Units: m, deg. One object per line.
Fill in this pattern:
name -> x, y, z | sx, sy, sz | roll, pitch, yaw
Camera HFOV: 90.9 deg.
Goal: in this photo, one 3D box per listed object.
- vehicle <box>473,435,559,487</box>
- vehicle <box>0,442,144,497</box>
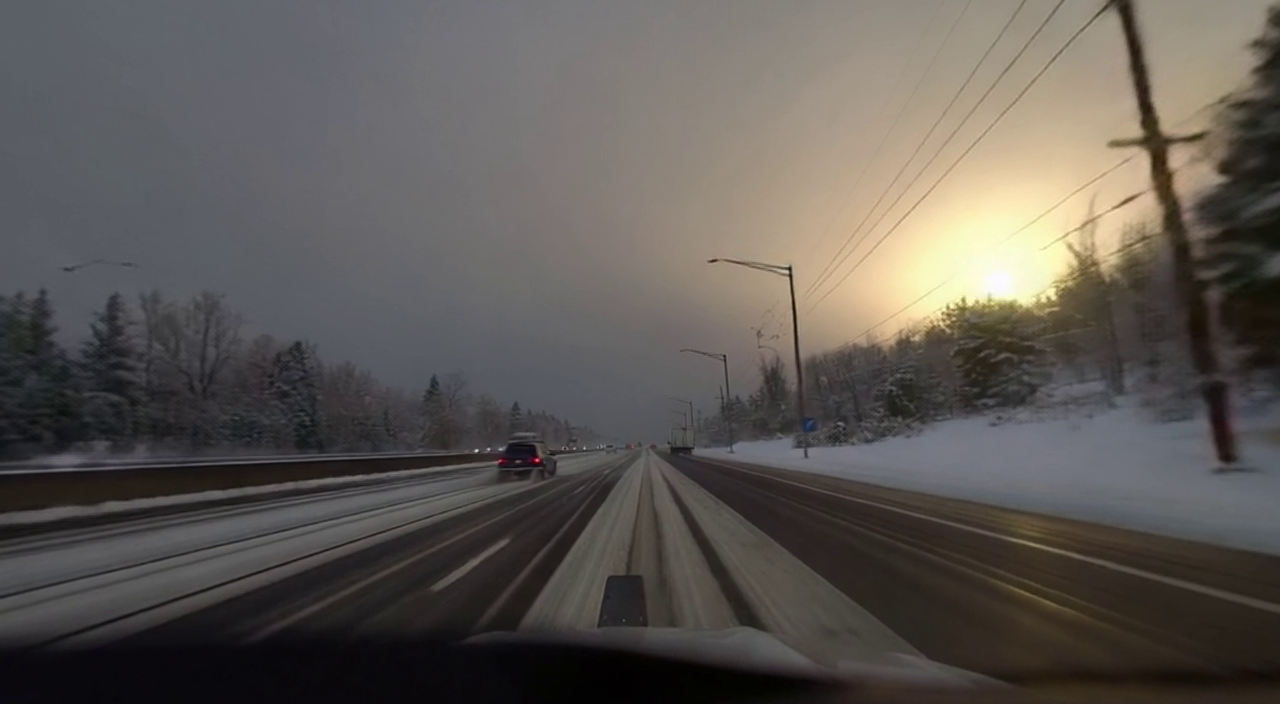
vehicle -> -4.275, 3.837, 22.516 | 2.064, 1.642, 4.389 | 0, -8, 1
vehicle -> -19.120, 3.758, 20.622 | 1.926, 1.571, 4.680 | 0, -8, 1
